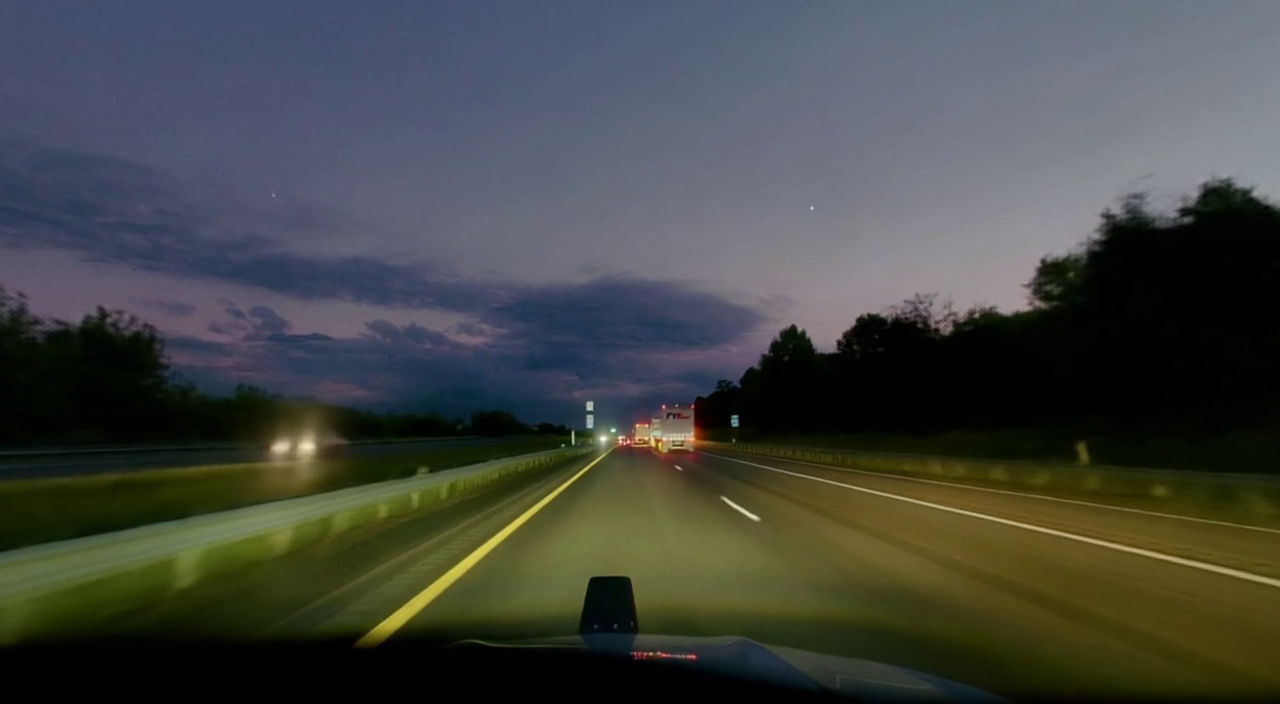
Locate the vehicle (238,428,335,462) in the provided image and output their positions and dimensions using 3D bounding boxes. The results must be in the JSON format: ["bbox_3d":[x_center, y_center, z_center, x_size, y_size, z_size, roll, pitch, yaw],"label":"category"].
[{"bbox_3d":[-16.845,4.462,30.295,2.125,1.488,4.492,0,-8,-1],"label":"vehicle"}]
